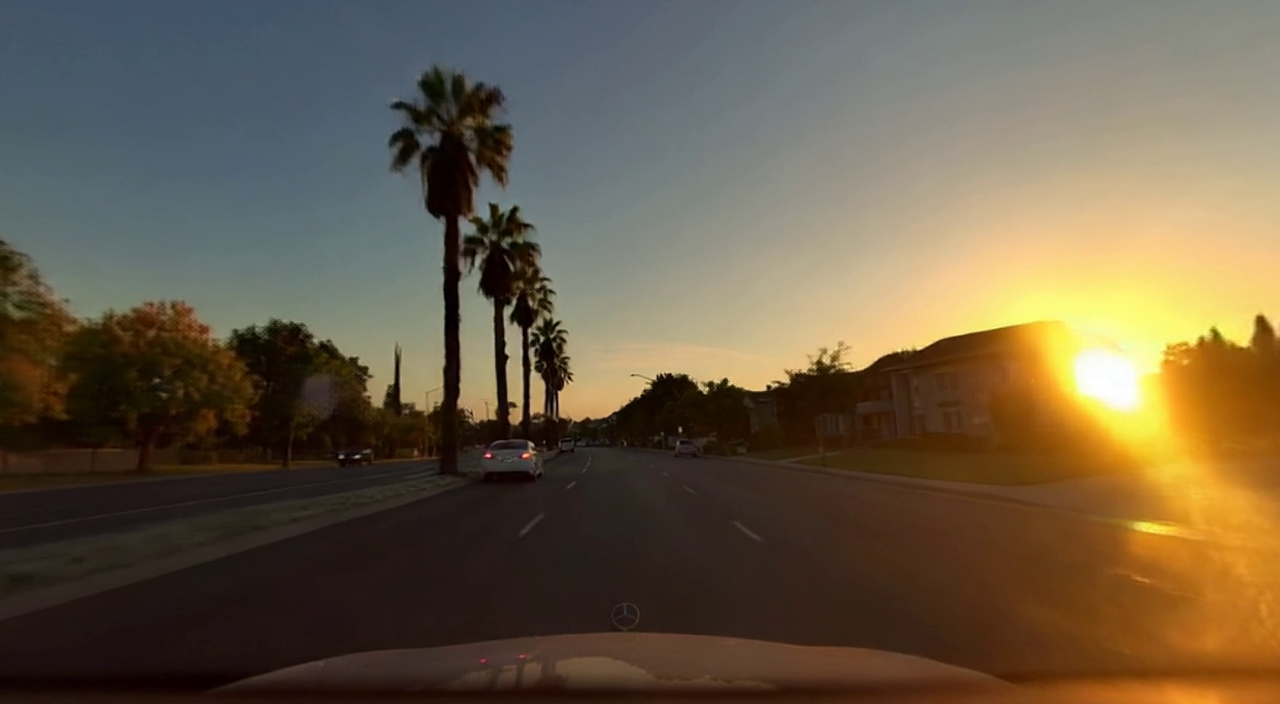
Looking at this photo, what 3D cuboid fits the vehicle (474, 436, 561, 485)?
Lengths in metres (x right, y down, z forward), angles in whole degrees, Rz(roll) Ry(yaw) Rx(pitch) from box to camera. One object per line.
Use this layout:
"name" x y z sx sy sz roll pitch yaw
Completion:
"vehicle" -4.004 3.623 21.463 2.108 1.475 4.555 0 -8 -1
